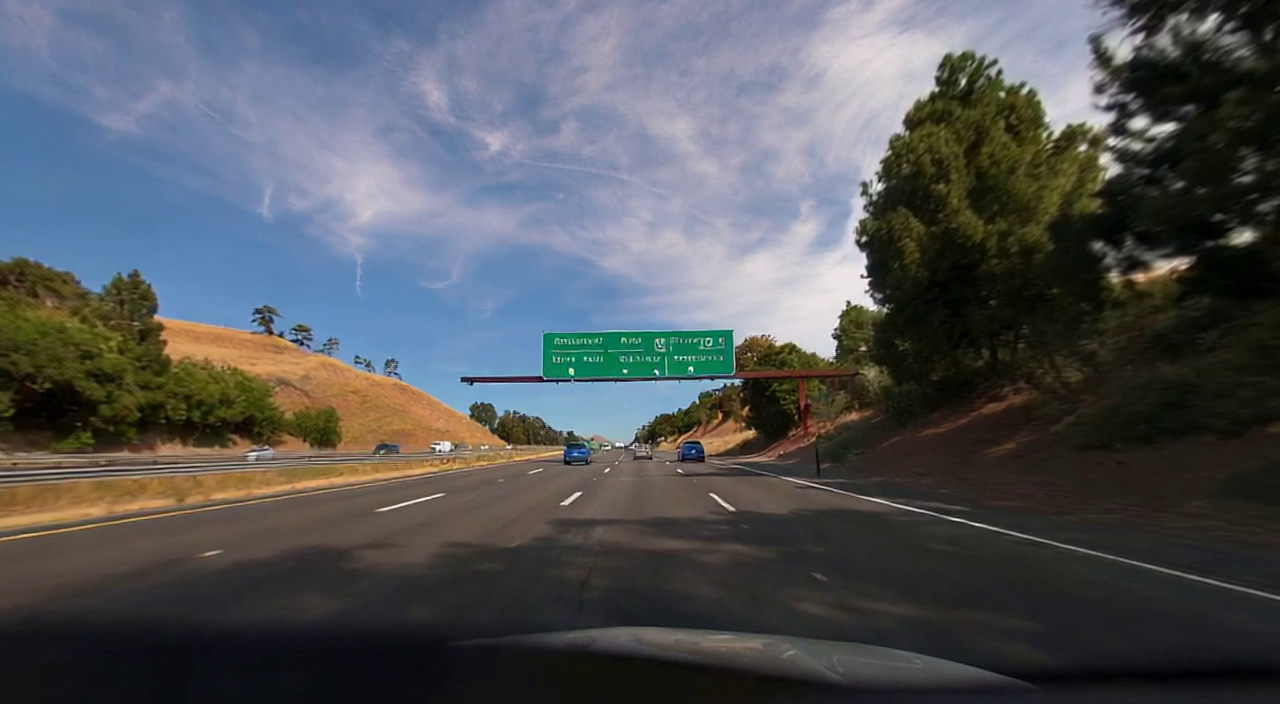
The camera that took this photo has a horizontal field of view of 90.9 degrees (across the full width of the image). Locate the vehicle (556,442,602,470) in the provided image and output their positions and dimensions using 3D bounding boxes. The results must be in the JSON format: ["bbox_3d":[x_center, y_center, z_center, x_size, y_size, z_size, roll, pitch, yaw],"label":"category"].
[{"bbox_3d":[-3.537,6.103,37.337,2.159,1.562,4.441,0,-8,1],"label":"vehicle"}]

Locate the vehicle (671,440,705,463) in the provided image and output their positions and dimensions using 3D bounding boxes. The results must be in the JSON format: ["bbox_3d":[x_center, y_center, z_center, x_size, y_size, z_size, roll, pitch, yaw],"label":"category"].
[{"bbox_3d":[3.591,7.557,48.066,2.168,1.681,4.279,0,-8,0],"label":"vehicle"}]
